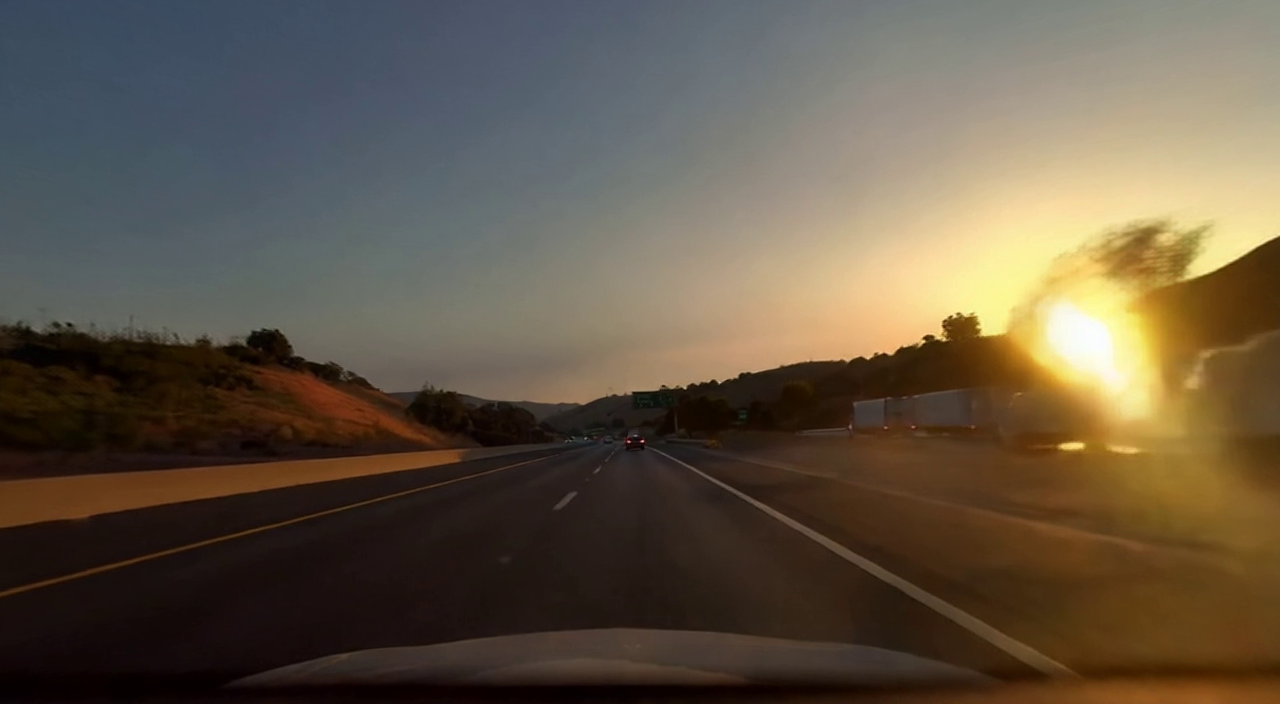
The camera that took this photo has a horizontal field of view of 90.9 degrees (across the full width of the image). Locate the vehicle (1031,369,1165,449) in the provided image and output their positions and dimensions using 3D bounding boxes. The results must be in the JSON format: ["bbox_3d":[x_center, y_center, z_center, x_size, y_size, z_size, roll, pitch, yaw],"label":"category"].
[{"bbox_3d":[25.490,3.402,35.766,2.878,3.949,8.348,-2,-8,13],"label":"vehicle"}]

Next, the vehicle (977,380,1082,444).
[{"bbox_3d":[27.821,4.550,45.791,3.106,4.073,10.350,-1,-8,13],"label":"vehicle"}]
